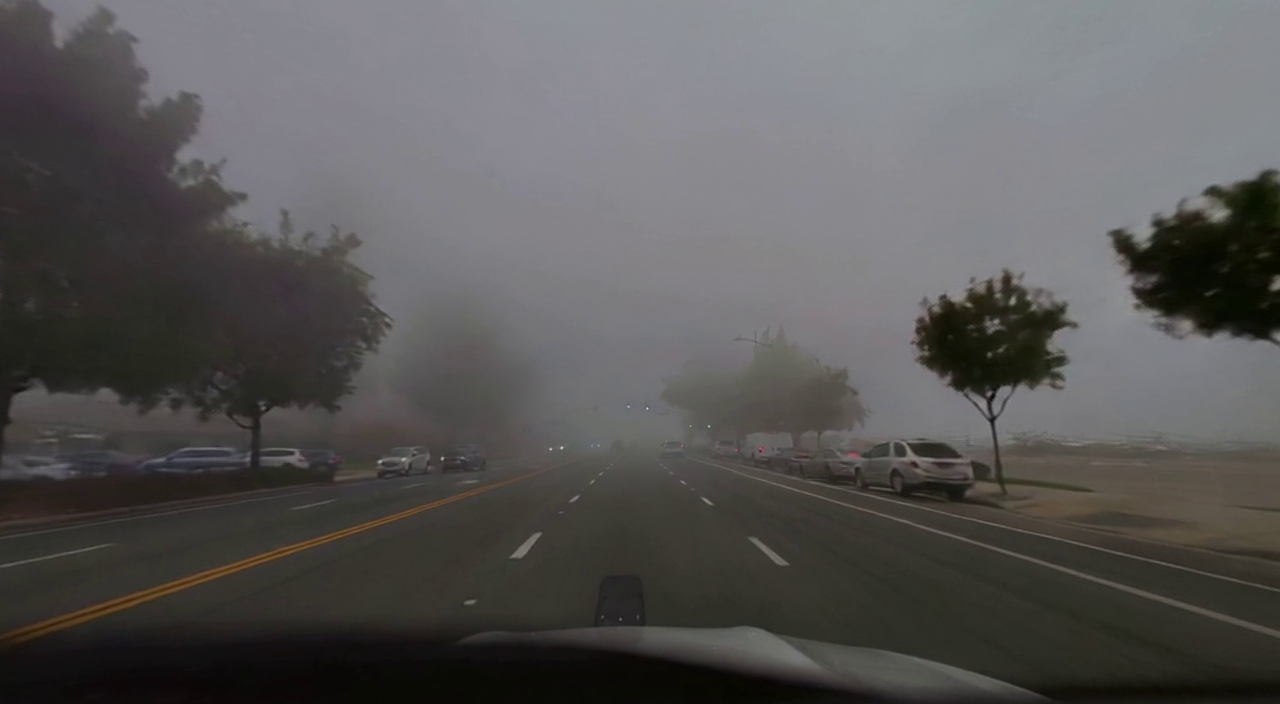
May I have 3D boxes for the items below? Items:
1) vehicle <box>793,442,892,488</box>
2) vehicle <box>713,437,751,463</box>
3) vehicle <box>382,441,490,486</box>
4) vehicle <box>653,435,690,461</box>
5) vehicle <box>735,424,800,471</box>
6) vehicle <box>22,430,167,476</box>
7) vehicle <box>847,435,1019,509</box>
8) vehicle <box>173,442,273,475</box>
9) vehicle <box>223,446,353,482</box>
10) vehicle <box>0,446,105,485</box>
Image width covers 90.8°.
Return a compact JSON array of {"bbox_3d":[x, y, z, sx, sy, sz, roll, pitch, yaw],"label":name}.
[{"bbox_3d":[7.161,4.017,22.934,1.862,1.464,4.892,0,-8,-1],"label":"vehicle"},{"bbox_3d":[7.017,7.536,48.755,2.088,1.848,4.936,0,-9,-2],"label":"vehicle"},{"bbox_3d":[-8.041,4.280,24.681,2.165,1.567,4.700,7,-11,-43],"label":"vehicle"},{"bbox_3d":[2.237,7.026,46.277,2.293,1.814,4.589,0,-8,-3],"label":"vehicle"},{"bbox_3d":[7.115,5.413,36.103,2.323,2.433,5.901,0,-8,-1],"label":"vehicle"},{"bbox_3d":[-35.054,6.593,40.982,2.637,2.648,6.556,-4,-10,14],"label":"vehicle"},{"bbox_3d":[7.393,3.048,16.685,1.951,1.601,5.147,0,-8,-2],"label":"vehicle"},{"bbox_3d":[-24.750,6.395,37.741,1.980,1.780,4.859,-4,-11,12],"label":"vehicle"},{"bbox_3d":[-15.405,4.891,27.788,4.635,1.457,2.060,-2,-8,10],"label":"vehicle"},{"bbox_3d":[-25.314,4.632,26.010,1.893,1.477,4.621,-3,-9,15],"label":"vehicle"}]
